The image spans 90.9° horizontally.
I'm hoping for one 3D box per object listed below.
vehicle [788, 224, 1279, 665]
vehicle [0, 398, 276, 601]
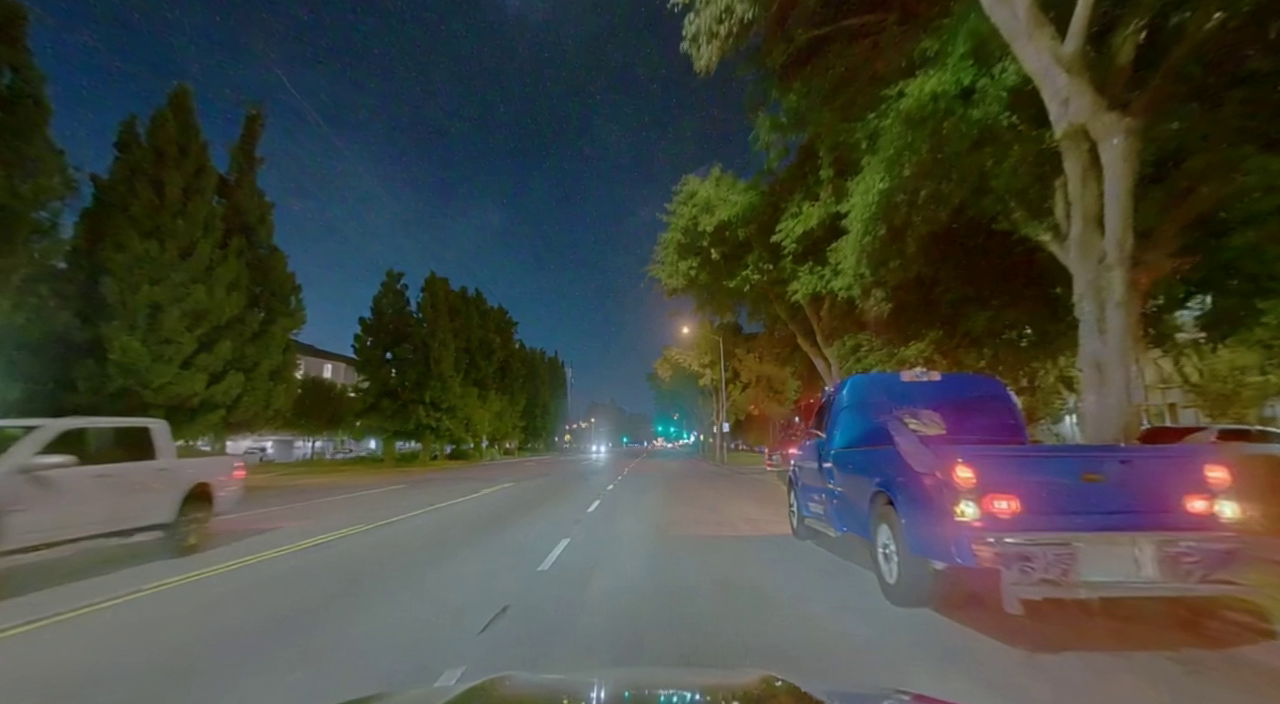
[{"bbox_3d":[3.844,1.049,7.407,2.698,2.863,6.317,4,-9,1],"label":"vehicle"},{"bbox_3d":[-6.476,1.481,6.839,2.081,1.711,4.820,0,-9,1],"label":"vehicle"}]
